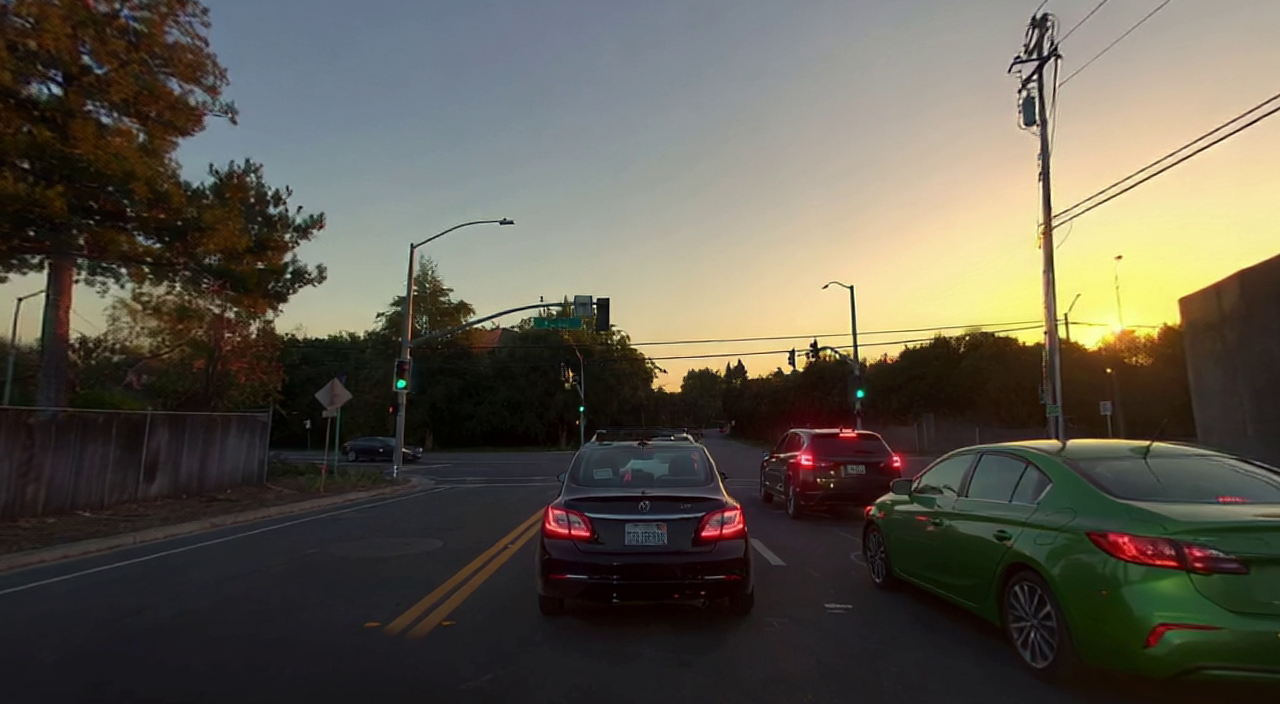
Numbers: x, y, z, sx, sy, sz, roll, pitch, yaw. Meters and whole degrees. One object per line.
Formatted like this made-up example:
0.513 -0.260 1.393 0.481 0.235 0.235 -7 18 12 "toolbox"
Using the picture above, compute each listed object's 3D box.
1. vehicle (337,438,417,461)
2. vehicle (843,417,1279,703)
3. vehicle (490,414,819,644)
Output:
-17.253 6.414 41.450 4.406 1.458 1.892 -1 -8 7 "vehicle"
3.079 1.241 4.128 2.027 1.432 4.431 0 -8 0 "vehicle"
0.058 1.493 6.422 2.170 1.497 4.369 0 -8 -1 "vehicle"
